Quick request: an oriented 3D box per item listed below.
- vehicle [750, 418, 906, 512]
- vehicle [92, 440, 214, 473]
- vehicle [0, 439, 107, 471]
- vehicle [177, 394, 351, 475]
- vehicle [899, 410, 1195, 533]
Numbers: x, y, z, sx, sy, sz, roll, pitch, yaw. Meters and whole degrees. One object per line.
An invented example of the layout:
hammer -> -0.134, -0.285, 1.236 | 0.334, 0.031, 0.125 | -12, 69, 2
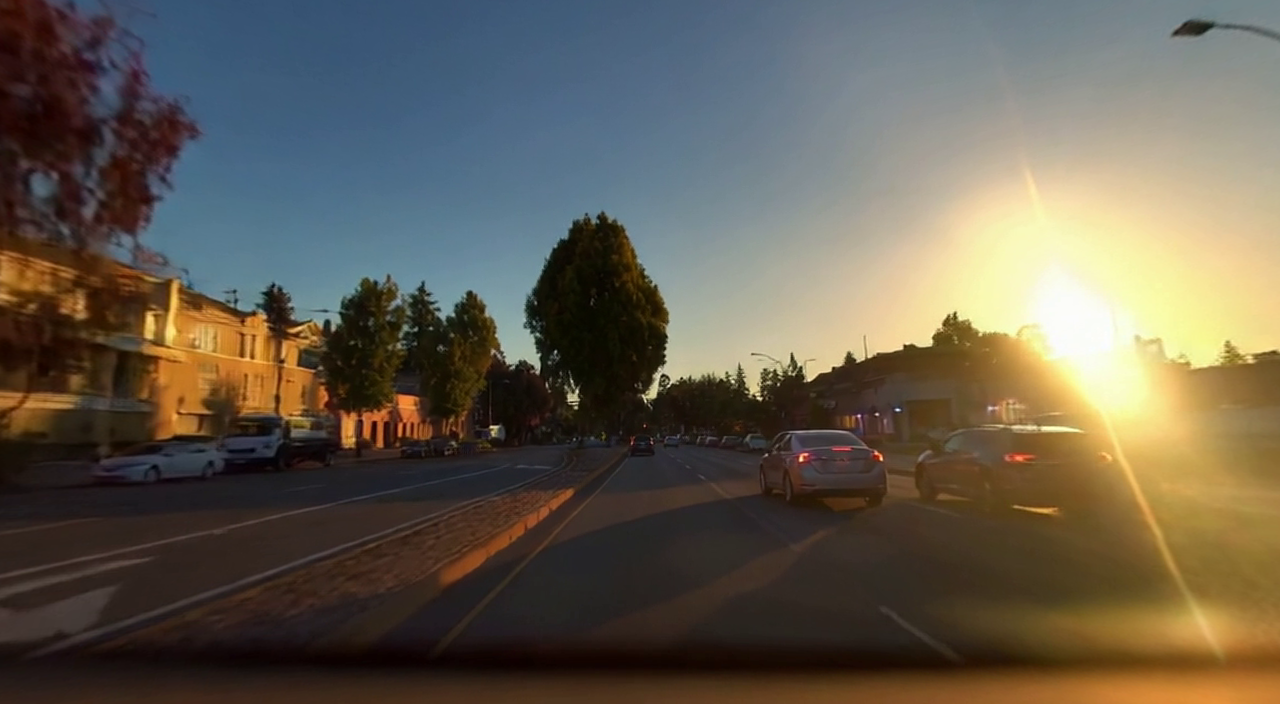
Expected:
vehicle -> 3.724, 2.311, 13.352 | 2.072, 1.669, 3.836 | -1, -8, 0
vehicle -> -23.175, 4.954, 30.312 | 1.824, 1.420, 4.984 | -1, -8, 2
vehicle -> -27.138, 4.692, 29.033 | 1.795, 1.360, 3.780 | -1, -8, 1
vehicle -> -18.656, 4.286, 32.395 | 2.935, 3.431, 9.380 | -2, -8, 2
vehicle -> 6.860, 2.058, 11.539 | 2.134, 1.738, 4.833 | -1, -8, -1
